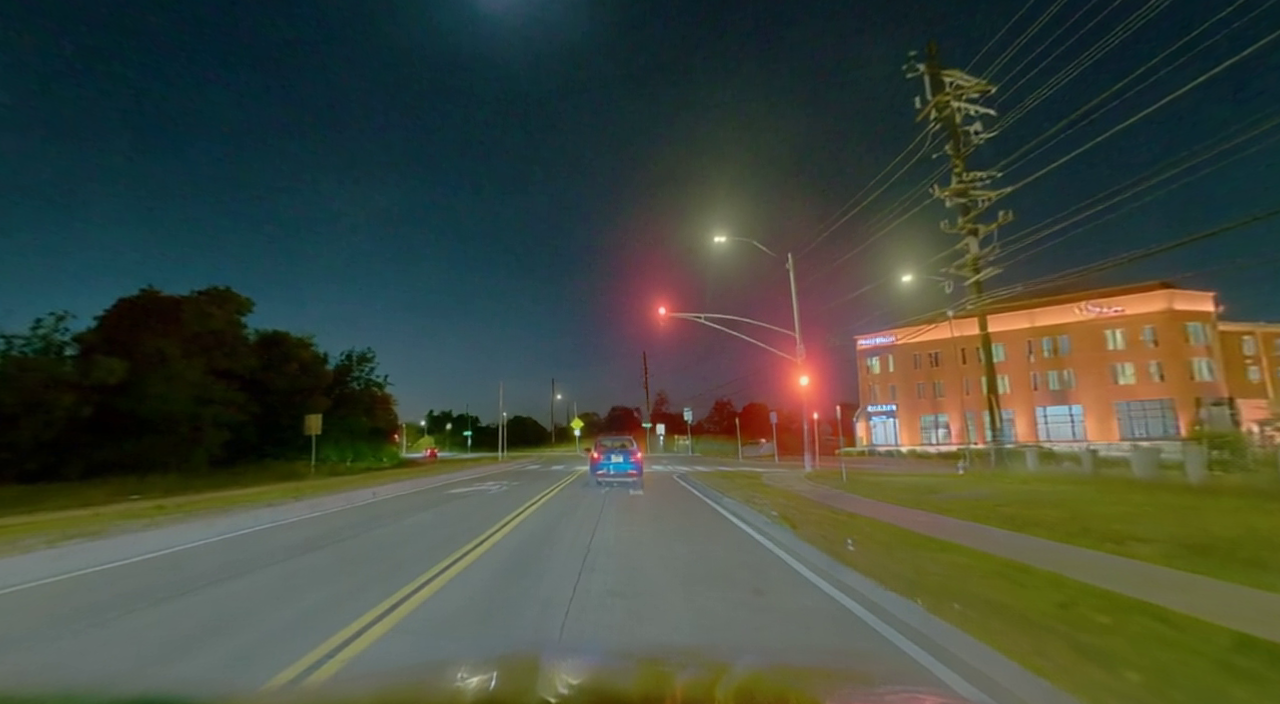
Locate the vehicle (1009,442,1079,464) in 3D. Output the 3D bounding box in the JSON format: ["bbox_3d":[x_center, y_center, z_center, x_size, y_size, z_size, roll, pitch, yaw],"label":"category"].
[{"bbox_3d":[27.501,6.838,42.943,1.635,1.433,3.558,5,-9,-32],"label":"vehicle"}]

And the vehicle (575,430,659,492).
[{"bbox_3d":[-0.624,3.017,17.895,2.123,1.566,3.662,0,-8,-1],"label":"vehicle"}]
